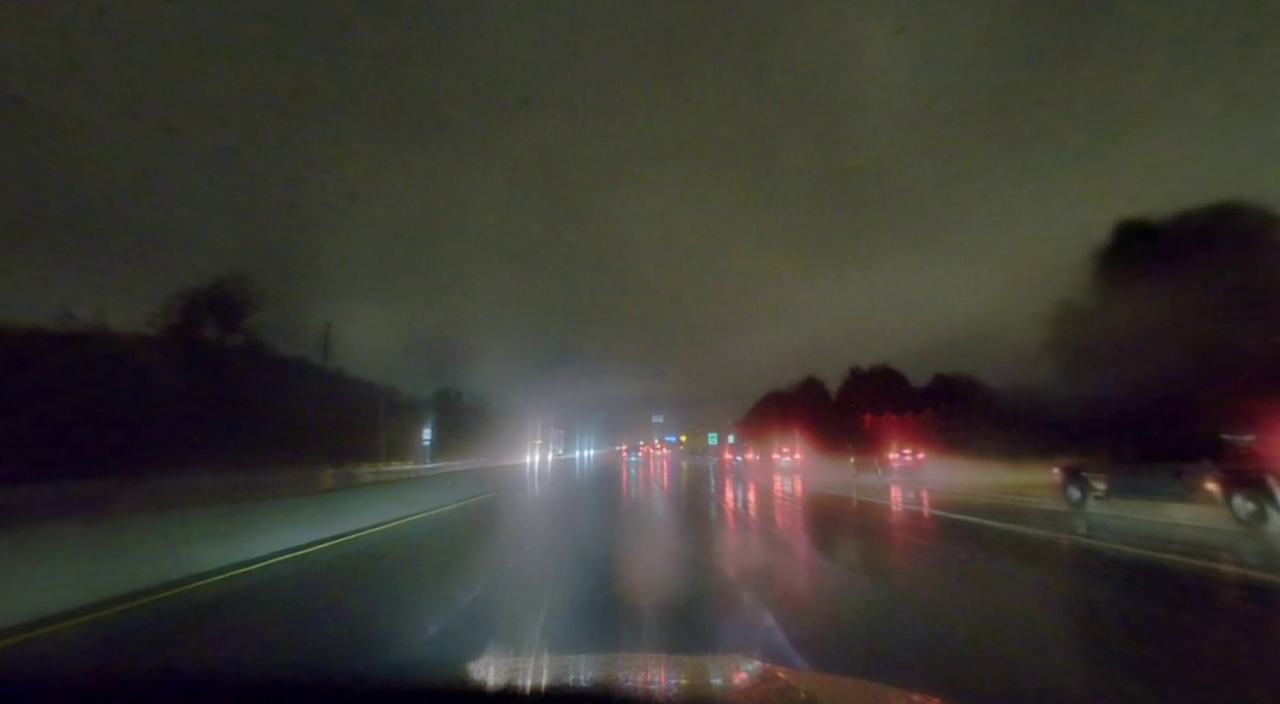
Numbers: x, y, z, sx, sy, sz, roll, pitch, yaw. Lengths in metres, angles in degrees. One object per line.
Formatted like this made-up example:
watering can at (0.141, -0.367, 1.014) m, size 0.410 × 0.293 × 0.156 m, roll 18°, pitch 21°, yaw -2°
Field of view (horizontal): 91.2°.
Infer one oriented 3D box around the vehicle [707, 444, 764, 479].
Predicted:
vehicle at (4.267, 4.965, 28.630) m, size 1.917 × 1.488 × 3.693 m, roll 0°, pitch -9°, yaw -1°
